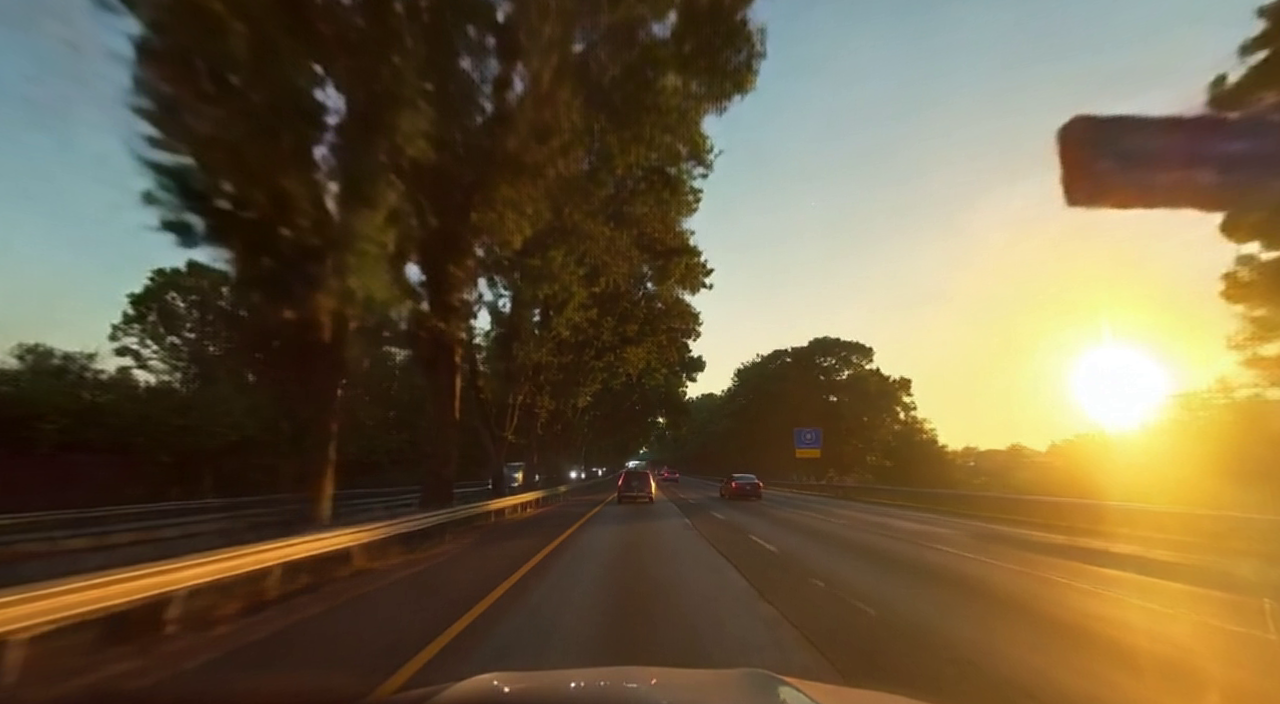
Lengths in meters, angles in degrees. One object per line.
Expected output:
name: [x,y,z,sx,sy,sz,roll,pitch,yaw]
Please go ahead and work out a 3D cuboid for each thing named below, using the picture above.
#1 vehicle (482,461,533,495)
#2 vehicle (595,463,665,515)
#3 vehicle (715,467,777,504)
vehicle: [-8.614,8.264,41.539,2.231,2.036,4.904,1,-10,0]
vehicle: [-0.294,4.395,20.536,2.060,1.473,3.726,1,-10,0]
vehicle: [4.596,5.866,28.019,1.974,1.476,4.119,1,-10,-1]
